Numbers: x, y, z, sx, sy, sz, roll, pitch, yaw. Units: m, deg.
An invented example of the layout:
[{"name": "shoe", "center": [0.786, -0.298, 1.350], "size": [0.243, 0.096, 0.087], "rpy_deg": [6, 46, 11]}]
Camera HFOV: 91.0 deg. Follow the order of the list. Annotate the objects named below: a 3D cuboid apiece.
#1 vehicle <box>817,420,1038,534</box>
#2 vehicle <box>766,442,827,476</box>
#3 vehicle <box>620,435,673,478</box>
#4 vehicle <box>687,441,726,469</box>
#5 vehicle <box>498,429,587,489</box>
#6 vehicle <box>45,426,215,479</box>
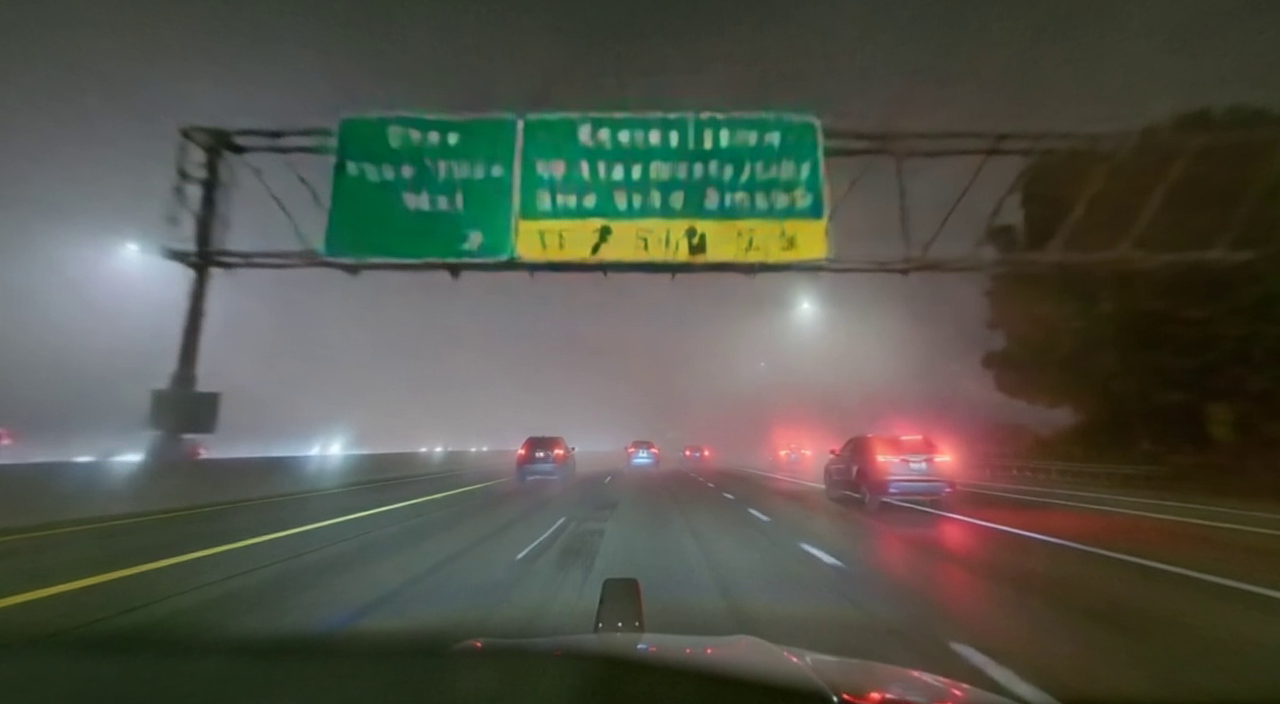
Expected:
[{"name": "vehicle", "center": [4.975, 2.233, 11.850], "size": [2.041, 1.669, 4.712], "rpy_deg": [0, -9, 2]}, {"name": "vehicle", "center": [7.766, 5.334, 31.621], "size": [1.989, 1.569, 3.964], "rpy_deg": [1, -9, -1]}, {"name": "vehicle", "center": [0.271, 4.576, 27.728], "size": [2.181, 1.728, 3.970], "rpy_deg": [0, -9, 0]}, {"name": "vehicle", "center": [4.237, 6.676, 41.050], "size": [2.022, 1.682, 4.226], "rpy_deg": [0, -9, -1]}, {"name": "vehicle", "center": [-3.169, 3.621, 21.561], "size": [2.199, 1.777, 4.790], "rpy_deg": [0, -9, 1]}, {"name": "vehicle", "center": [-18.285, 3.649, 22.985], "size": [2.019, 1.714, 4.907], "rpy_deg": [0, -9, 1]}]
